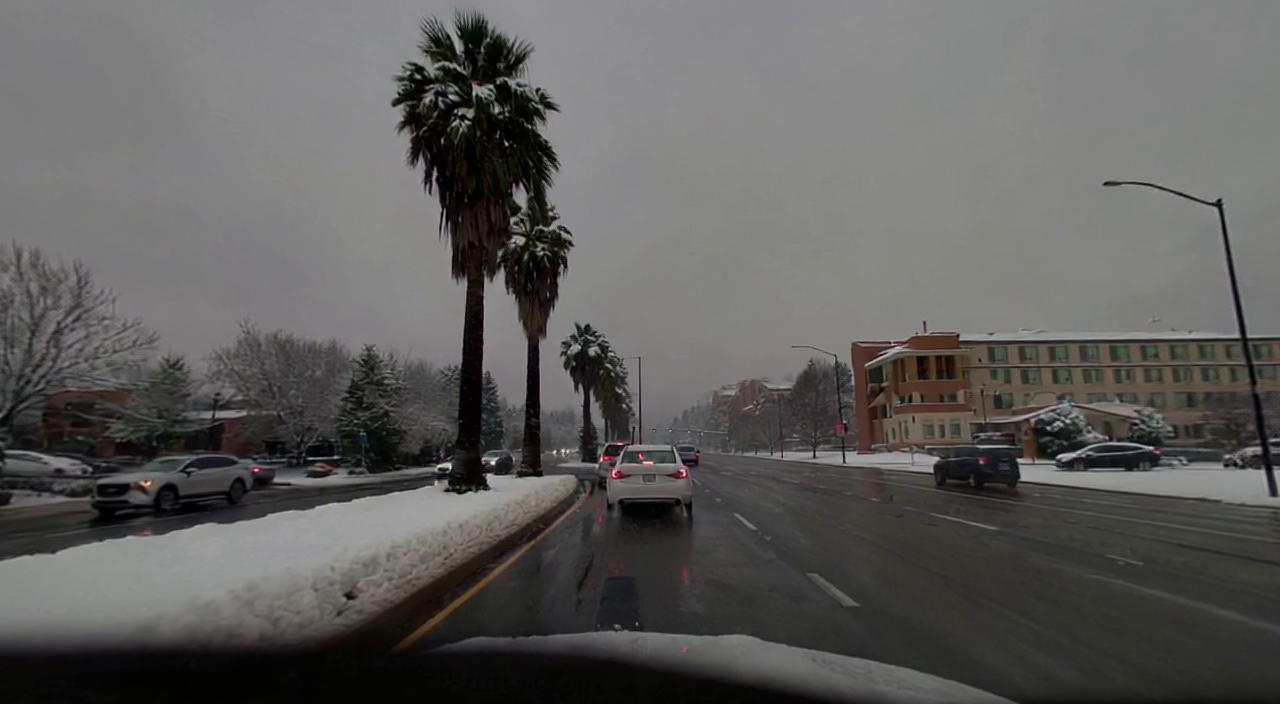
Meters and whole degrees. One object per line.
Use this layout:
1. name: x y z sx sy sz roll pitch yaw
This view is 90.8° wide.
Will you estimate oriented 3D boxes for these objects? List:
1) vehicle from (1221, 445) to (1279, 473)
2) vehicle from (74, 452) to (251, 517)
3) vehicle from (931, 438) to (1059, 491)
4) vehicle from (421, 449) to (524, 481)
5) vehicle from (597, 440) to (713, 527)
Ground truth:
1. vehicle: 38.041 6.518 38.589 4.418 1.616 1.929 3 -9 -23
2. vehicle: -13.665 3.753 18.489 1.858 1.604 4.331 0 -8 -1
3. vehicle: 13.589 4.314 24.647 2.131 1.832 5.203 0 -9 3
4. vehicle: -8.284 5.544 31.301 4.585 1.479 2.088 -4 -9 23
5. vehicle: 0.251 2.585 13.055 1.986 1.473 4.382 0 -9 0
